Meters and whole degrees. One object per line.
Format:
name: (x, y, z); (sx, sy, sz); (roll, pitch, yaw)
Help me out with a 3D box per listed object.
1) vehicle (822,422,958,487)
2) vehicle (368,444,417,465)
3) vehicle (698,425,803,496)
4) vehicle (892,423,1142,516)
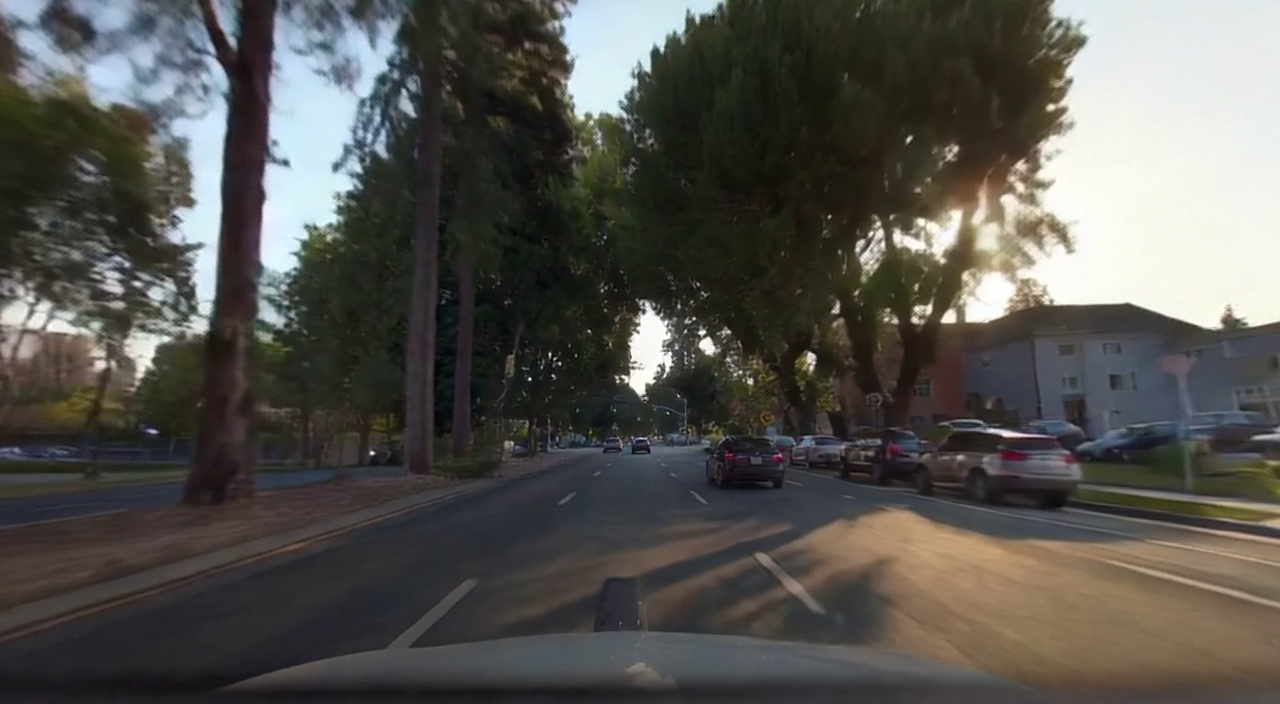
vehicle: (7.668, 3.219, 19.988); (2.174, 1.788, 4.954); (0, -8, -1)
vehicle: (-18.309, 7.559, 46.731); (1.836, 1.454, 4.507); (0, -8, 0)
vehicle: (2.812, 2.883, 17.036); (2.022, 1.656, 4.025); (0, -8, -1)
vehicle: (7.484, 2.381, 13.334); (2.068, 1.558, 5.058); (0, -8, -1)
